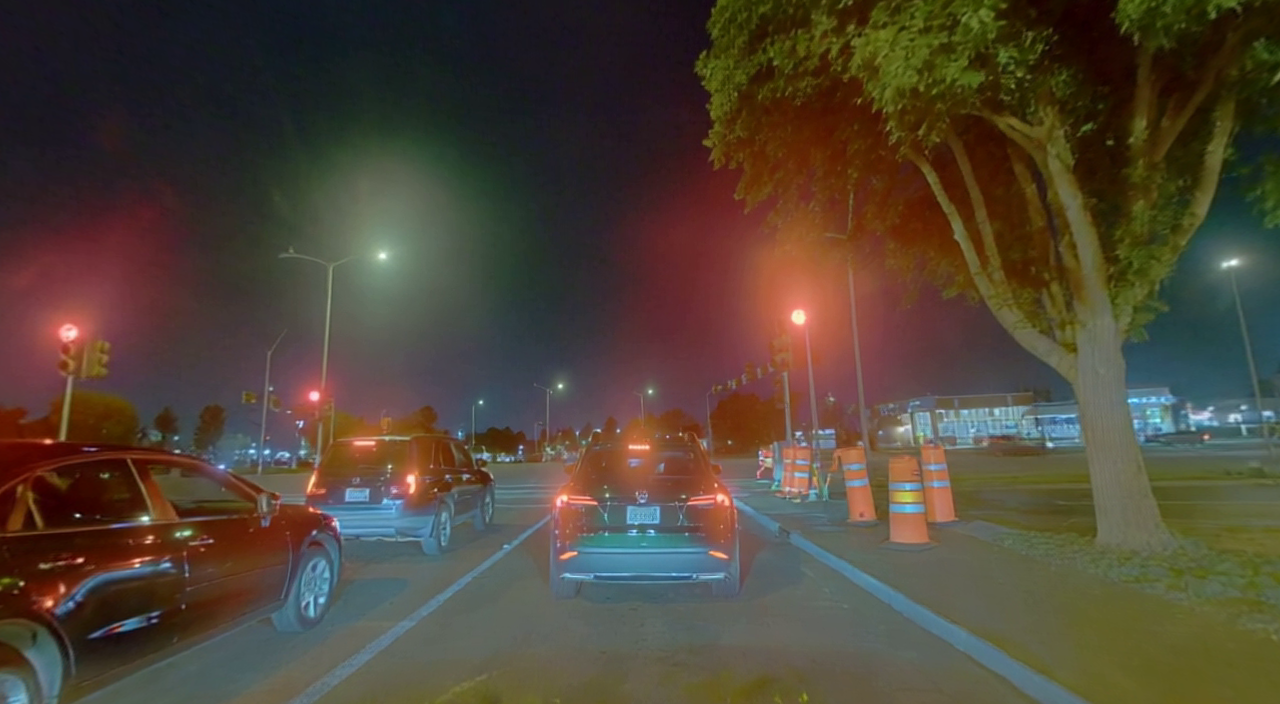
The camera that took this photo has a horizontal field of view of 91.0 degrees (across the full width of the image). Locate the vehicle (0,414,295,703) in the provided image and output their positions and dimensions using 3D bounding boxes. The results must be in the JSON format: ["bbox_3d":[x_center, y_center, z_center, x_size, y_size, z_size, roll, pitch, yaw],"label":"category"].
[{"bbox_3d":[-3.592,0.943,2.159,2.064,1.497,4.722,0,-9,1],"label":"vehicle"}]

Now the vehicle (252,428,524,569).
[{"bbox_3d":[-3.273,2.000,9.450,1.989,1.541,4.626,0,-9,2],"label":"vehicle"}]

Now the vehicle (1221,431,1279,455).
[{"bbox_3d":[41.135,5.932,40.883,4.807,1.504,1.837,0,-9,1],"label":"vehicle"}]

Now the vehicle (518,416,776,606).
[{"bbox_3d":[0.102,1.622,7.219,2.167,1.560,3.676,0,-9,1],"label":"vehicle"}]

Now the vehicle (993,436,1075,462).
[{"bbox_3d":[25.523,6.285,40.833,4.051,1.583,1.794,0,-9,1],"label":"vehicle"}]
